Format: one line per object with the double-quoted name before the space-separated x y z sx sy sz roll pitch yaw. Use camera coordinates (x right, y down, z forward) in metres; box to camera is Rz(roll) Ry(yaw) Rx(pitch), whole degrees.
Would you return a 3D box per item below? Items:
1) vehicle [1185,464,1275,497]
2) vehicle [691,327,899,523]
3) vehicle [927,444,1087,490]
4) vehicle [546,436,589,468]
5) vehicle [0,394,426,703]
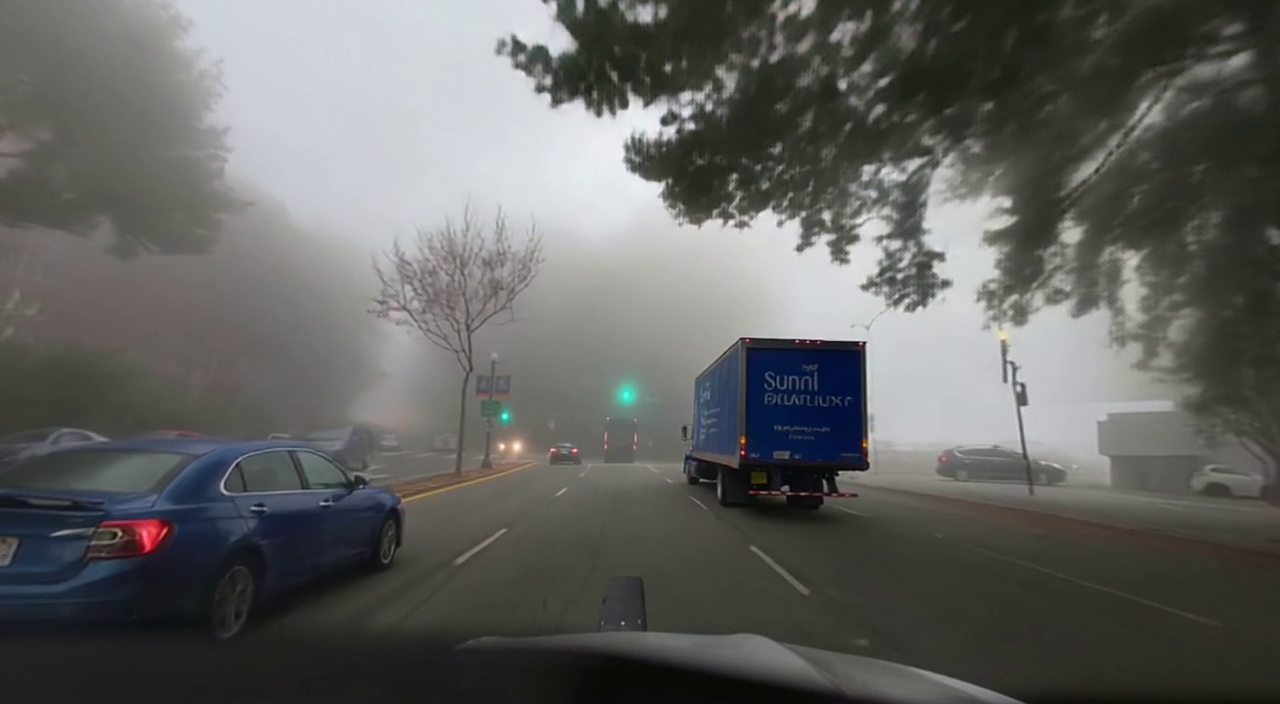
"vehicle" 34.980 7.598 37.389 2.066 1.643 4.614 -3 -9 19
"vehicle" 3.225 1.959 15.983 2.905 3.644 8.441 0 -8 -1
"vehicle" 16.172 5.082 28.059 5.670 1.895 2.219 -2 -9 15
"vehicle" -4.409 6.113 38.360 2.388 1.811 4.455 1 -9 -6
"vehicle" -3.468 1.282 5.156 1.828 1.515 4.422 0 -9 0
